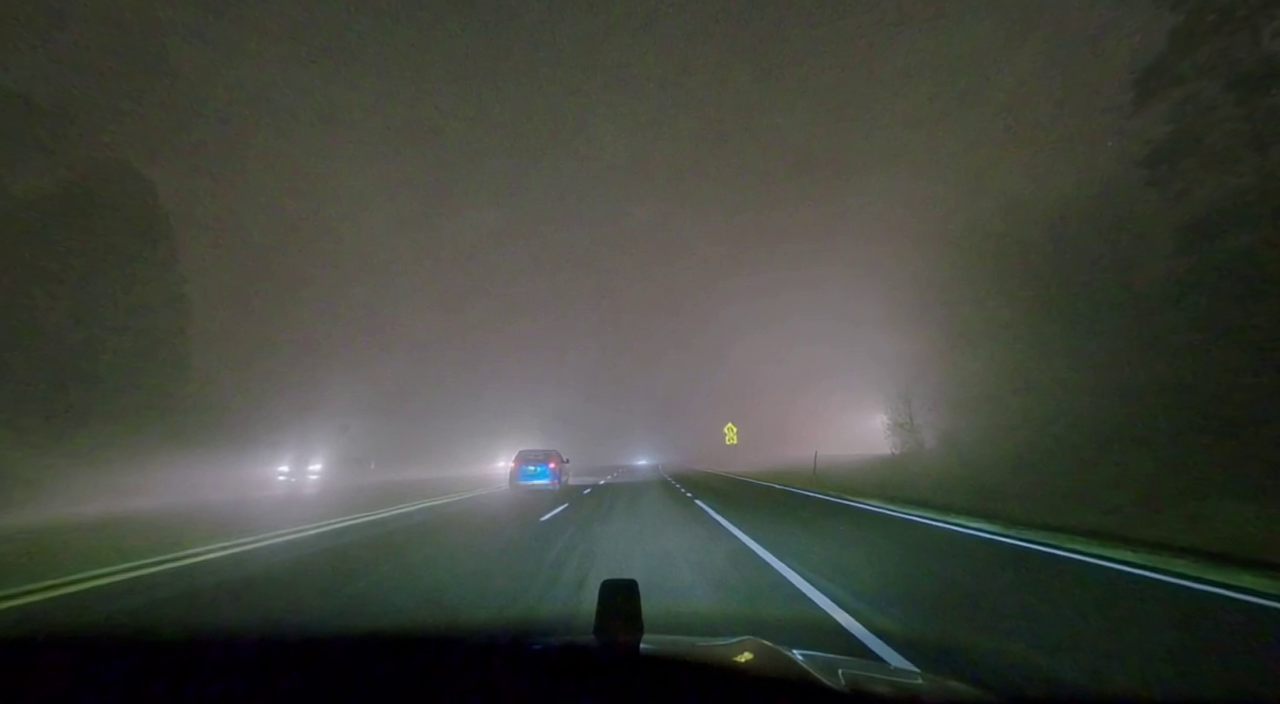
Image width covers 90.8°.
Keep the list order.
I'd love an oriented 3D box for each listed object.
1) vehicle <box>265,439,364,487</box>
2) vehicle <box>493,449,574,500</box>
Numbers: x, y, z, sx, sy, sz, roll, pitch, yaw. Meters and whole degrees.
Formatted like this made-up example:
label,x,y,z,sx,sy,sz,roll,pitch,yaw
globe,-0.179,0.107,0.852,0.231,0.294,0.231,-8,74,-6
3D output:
label,x,y,z,sx,sy,sz,roll,pitch,yaw
vehicle,-17.699,6.051,34.767,2.237,2.410,5.801,0,-9,1
vehicle,-3.701,4.320,22.693,2.053,1.647,4.252,0,-9,2
